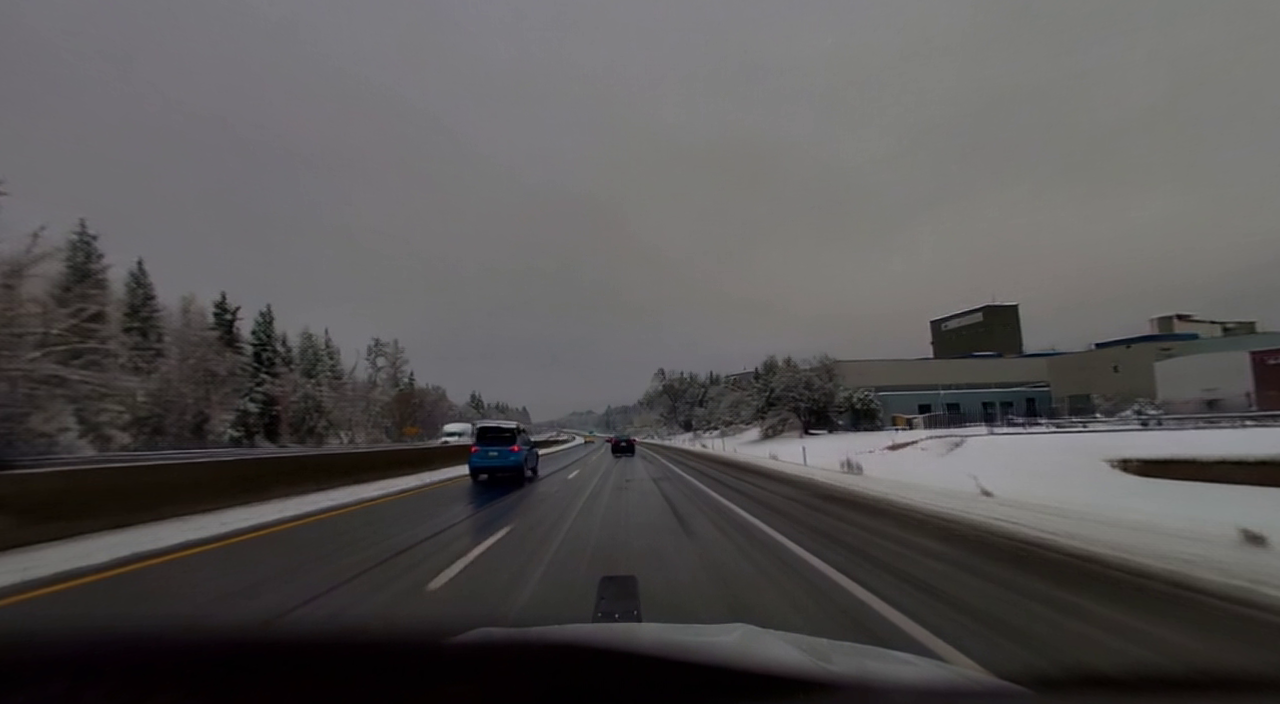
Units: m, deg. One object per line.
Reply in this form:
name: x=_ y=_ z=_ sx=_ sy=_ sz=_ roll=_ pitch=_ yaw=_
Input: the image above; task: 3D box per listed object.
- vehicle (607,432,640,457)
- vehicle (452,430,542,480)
vehicle: x=-1.132 y=6.318 z=43.244 sx=2.151 sy=1.618 sz=3.898 roll=0 pitch=-8 yaw=-1
vehicle: x=-5.021 y=3.670 z=22.850 sx=2.189 sy=1.580 sz=4.607 roll=0 pitch=-8 yaw=0
